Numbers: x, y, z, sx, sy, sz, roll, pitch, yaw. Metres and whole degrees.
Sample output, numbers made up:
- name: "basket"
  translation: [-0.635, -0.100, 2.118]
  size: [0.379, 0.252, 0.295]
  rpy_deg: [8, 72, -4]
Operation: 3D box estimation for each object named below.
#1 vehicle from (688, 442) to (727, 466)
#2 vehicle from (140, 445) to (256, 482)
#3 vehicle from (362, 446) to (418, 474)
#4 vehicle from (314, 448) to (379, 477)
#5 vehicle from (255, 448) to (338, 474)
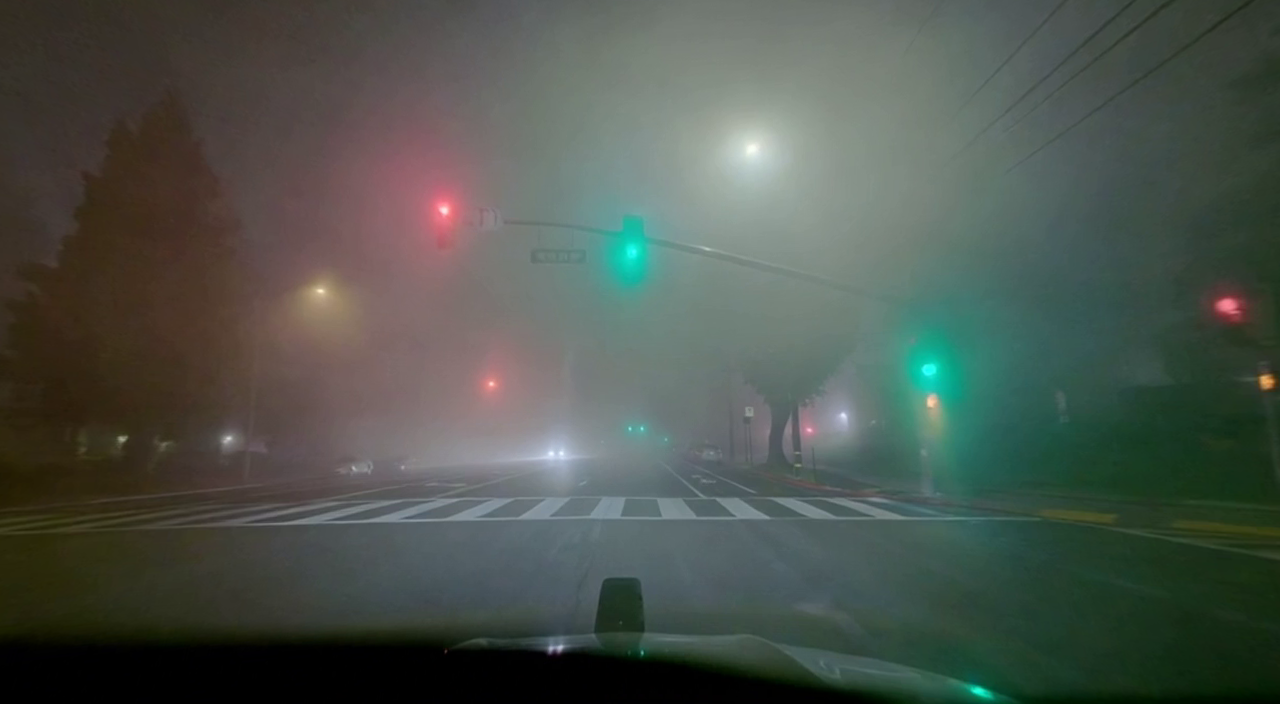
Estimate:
- name: "vehicle"
  translation: [4.381, 6.709, 41.702]
  size: [1.927, 1.523, 4.668]
  rpy_deg: [0, -8, -2]
- name: "vehicle"
  translation: [-23.290, 5.872, 33.454]
  size: [4.488, 1.810, 2.003]
  rpy_deg: [1, -9, -9]
- name: "vehicle"
  translation: [-17.846, 7.667, 45.333]
  size: [2.105, 1.734, 4.673]
  rpy_deg: [-3, -8, 1]
- name: "vehicle"
  translation: [-17.856, 6.710, 38.669]
  size: [1.896, 1.661, 4.191]
  rpy_deg: [0, -8, 1]
- name: "vehicle"
  translation: [-23.540, 7.482, 43.442]
  size: [4.670, 1.486, 1.864]
  rpy_deg: [-3, -8, 1]
